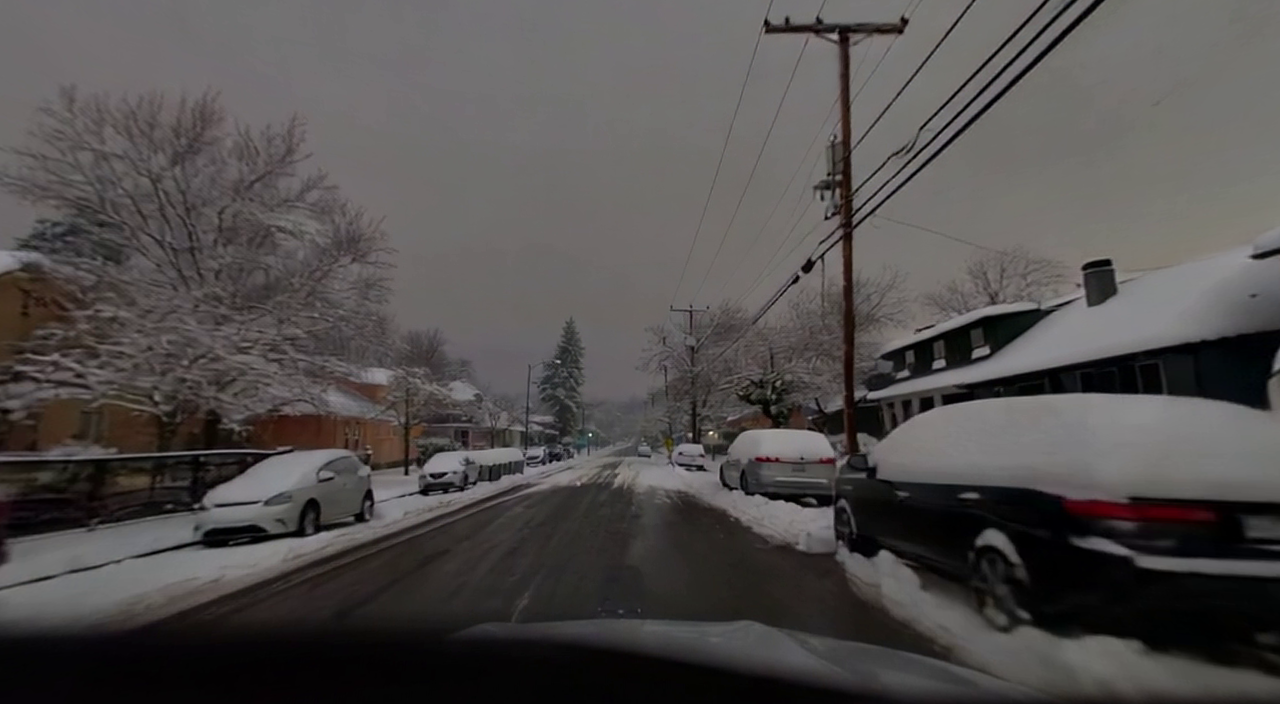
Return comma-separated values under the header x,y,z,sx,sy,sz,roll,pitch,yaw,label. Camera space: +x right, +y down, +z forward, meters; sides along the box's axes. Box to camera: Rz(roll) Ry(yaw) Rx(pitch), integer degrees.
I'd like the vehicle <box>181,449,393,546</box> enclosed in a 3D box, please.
x,y,z,sx,sy,sz,roll,pitch,yaw,label
-6.597,2.704,12.554,1.866,1.474,4.753,0,-8,-6,vehicle

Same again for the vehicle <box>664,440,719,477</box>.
x,y,z,sx,sy,sz,roll,pitch,yaw,label
2.757,5.888,35.410,2.365,1.874,5.669,0,-8,-2,vehicle

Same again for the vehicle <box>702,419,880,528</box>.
x,y,z,sx,sy,sz,roll,pitch,yaw,label
3.009,2.586,14.193,2.427,1.947,5.329,0,-8,-3,vehicle

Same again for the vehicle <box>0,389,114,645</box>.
x,y,z,sx,sy,sz,roll,pitch,yaw,label
-5.926,1.068,3.408,2.059,1.969,4.925,0,-8,-3,vehicle

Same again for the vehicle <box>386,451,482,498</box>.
x,y,z,sx,sy,sz,roll,pitch,yaw,label
-6.795,4.056,21.328,1.958,1.359,4.357,0,-8,-3,vehicle

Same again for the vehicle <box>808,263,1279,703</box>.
x,y,z,sx,sy,sz,roll,pitch,yaw,label
3.153,1.033,5.123,2.295,2.279,4.578,0,-8,0,vehicle

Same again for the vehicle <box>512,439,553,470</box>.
x,y,z,sx,sy,sz,roll,pitch,yaw,label
-7.337,7.043,43.600,2.183,1.972,4.817,0,-8,-2,vehicle
